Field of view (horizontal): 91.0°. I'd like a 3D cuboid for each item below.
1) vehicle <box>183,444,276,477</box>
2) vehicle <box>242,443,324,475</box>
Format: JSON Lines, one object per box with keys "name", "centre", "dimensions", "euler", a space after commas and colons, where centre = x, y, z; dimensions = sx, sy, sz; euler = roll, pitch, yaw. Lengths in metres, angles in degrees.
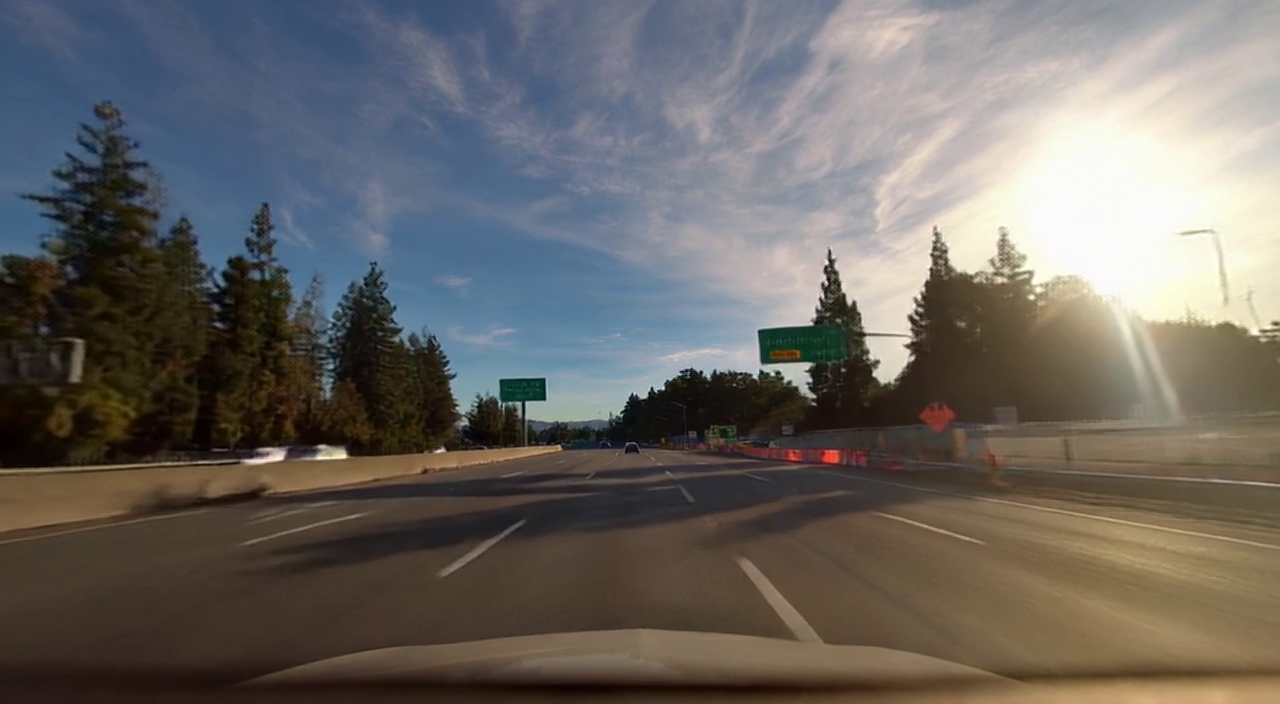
{"name": "vehicle", "centre": [-22.262, 5.876, 34.425], "dimensions": [2.008, 1.685, 4.516], "euler": [0, -9, 0]}
{"name": "vehicle", "centre": [-18.680, 5.595, 33.177], "dimensions": [1.895, 1.593, 4.166], "euler": [0, -9, 0]}
